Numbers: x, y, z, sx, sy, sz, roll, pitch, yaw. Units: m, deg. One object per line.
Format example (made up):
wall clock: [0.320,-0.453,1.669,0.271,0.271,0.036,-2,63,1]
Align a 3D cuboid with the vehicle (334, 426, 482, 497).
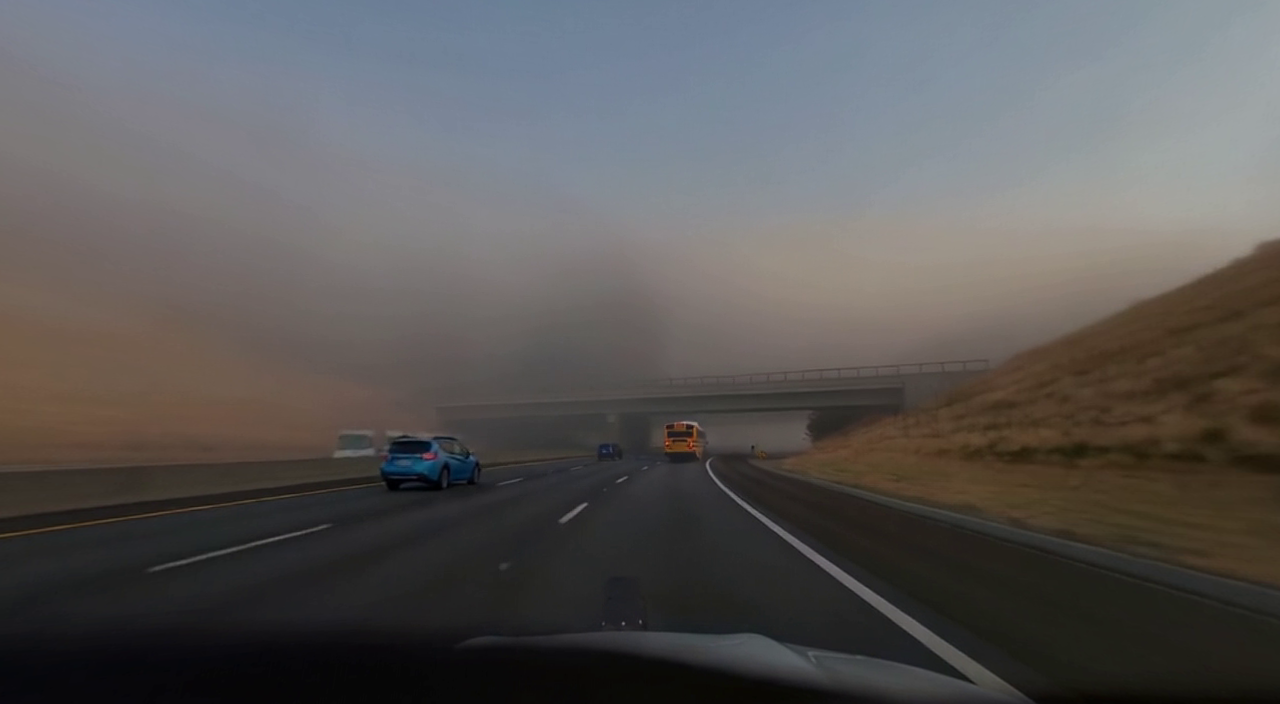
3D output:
vehicle: [-6.179,2.971,17.546,2.172,1.689,4.625,0,-8,3]
